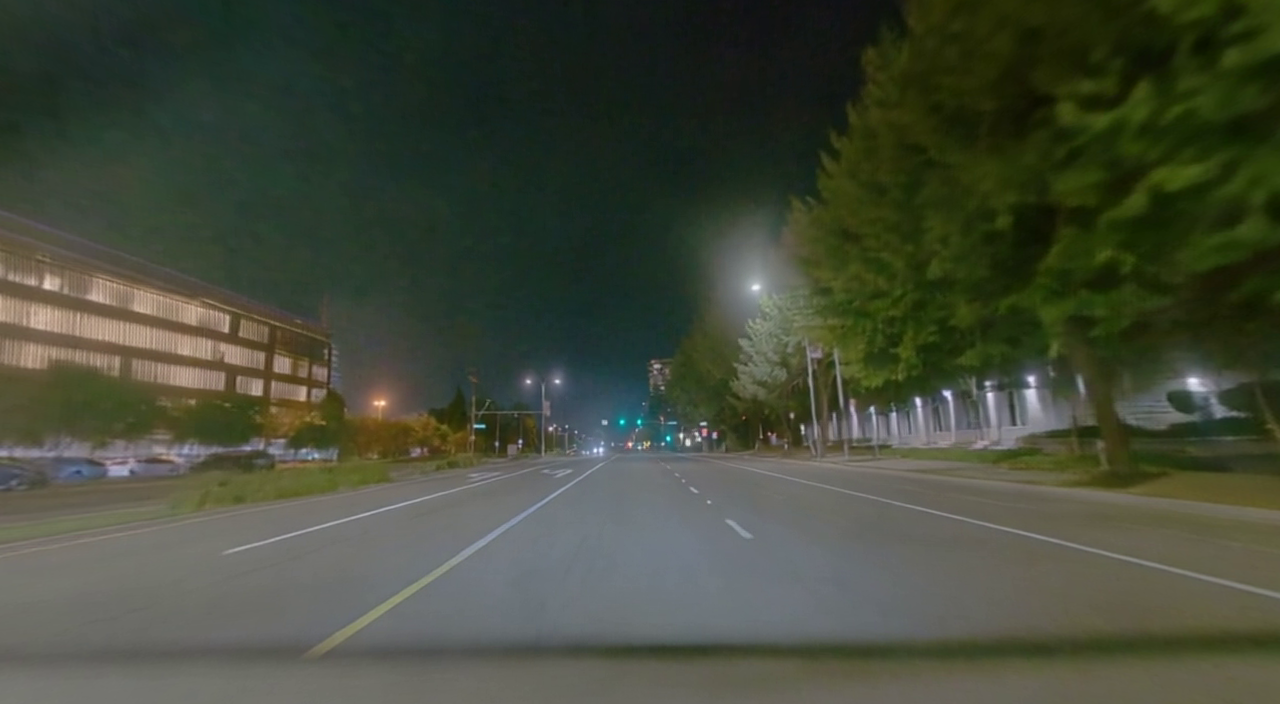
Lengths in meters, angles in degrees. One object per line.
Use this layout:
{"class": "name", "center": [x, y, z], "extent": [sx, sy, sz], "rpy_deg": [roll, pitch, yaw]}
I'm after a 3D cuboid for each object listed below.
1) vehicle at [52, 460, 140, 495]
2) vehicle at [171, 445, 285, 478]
{"class": "vehicle", "center": [-26.748, 6.109, 31.022], "extent": [4.612, 1.474, 1.982], "rpy_deg": [-6, -10, 34]}
{"class": "vehicle", "center": [-29.608, 7.886, 45.593], "extent": [6.271, 2.087, 2.748], "rpy_deg": [-2, -10, 1]}
